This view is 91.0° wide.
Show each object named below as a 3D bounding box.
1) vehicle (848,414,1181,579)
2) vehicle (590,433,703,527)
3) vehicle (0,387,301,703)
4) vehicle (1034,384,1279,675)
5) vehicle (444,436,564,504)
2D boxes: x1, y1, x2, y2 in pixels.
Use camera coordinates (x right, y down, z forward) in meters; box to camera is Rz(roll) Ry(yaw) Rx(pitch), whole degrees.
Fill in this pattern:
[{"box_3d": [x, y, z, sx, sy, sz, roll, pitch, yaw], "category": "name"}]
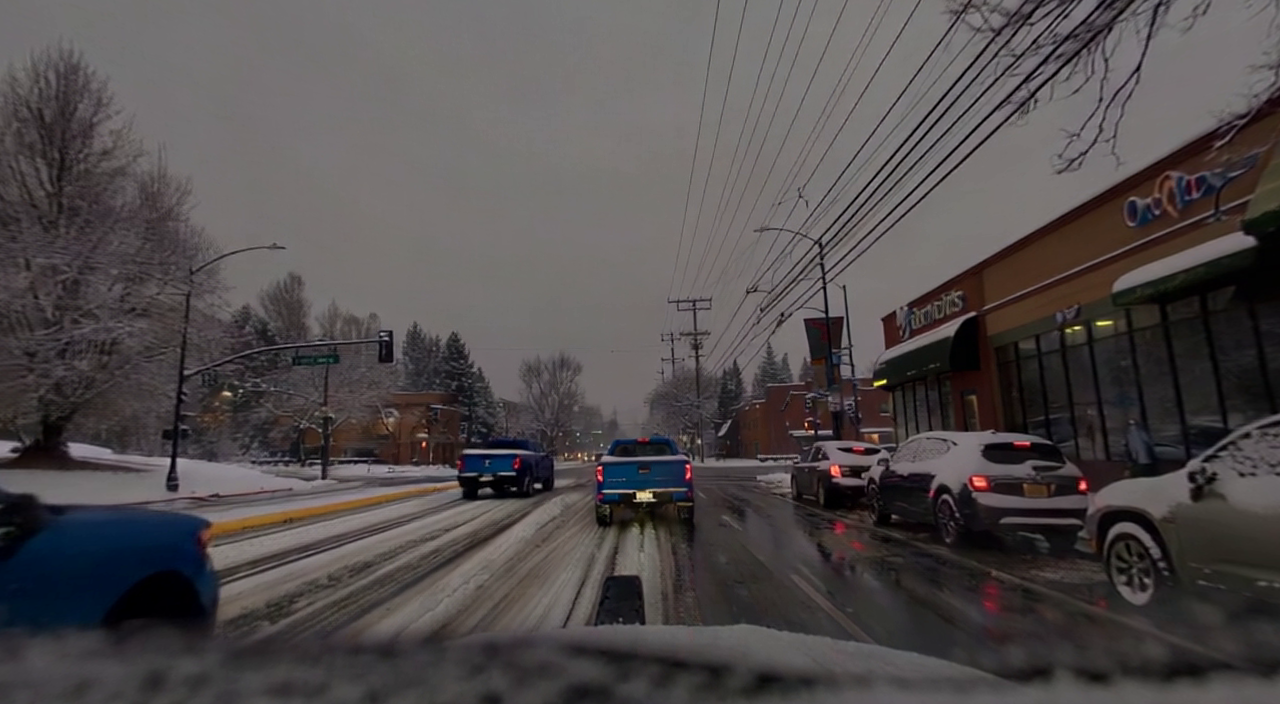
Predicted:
[{"box_3d": [4.926, 1.960, 9.421, 2.007, 1.786, 4.870, 0, -9, 1], "category": "vehicle"}, {"box_3d": [0.203, 2.742, 14.112, 2.089, 1.699, 4.650, 0, -9, 2], "category": "vehicle"}, {"box_3d": [-3.209, 0.809, 1.550, 1.995, 1.554, 4.618, 0, -9, 3], "category": "vehicle"}, {"box_3d": [4.921, 1.093, 3.867, 2.014, 1.755, 4.520, 0, -9, 0], "category": "vehicle"}, {"box_3d": [-3.923, 3.519, 19.323, 2.140, 1.768, 5.092, 0, -9, 5], "category": "vehicle"}]
